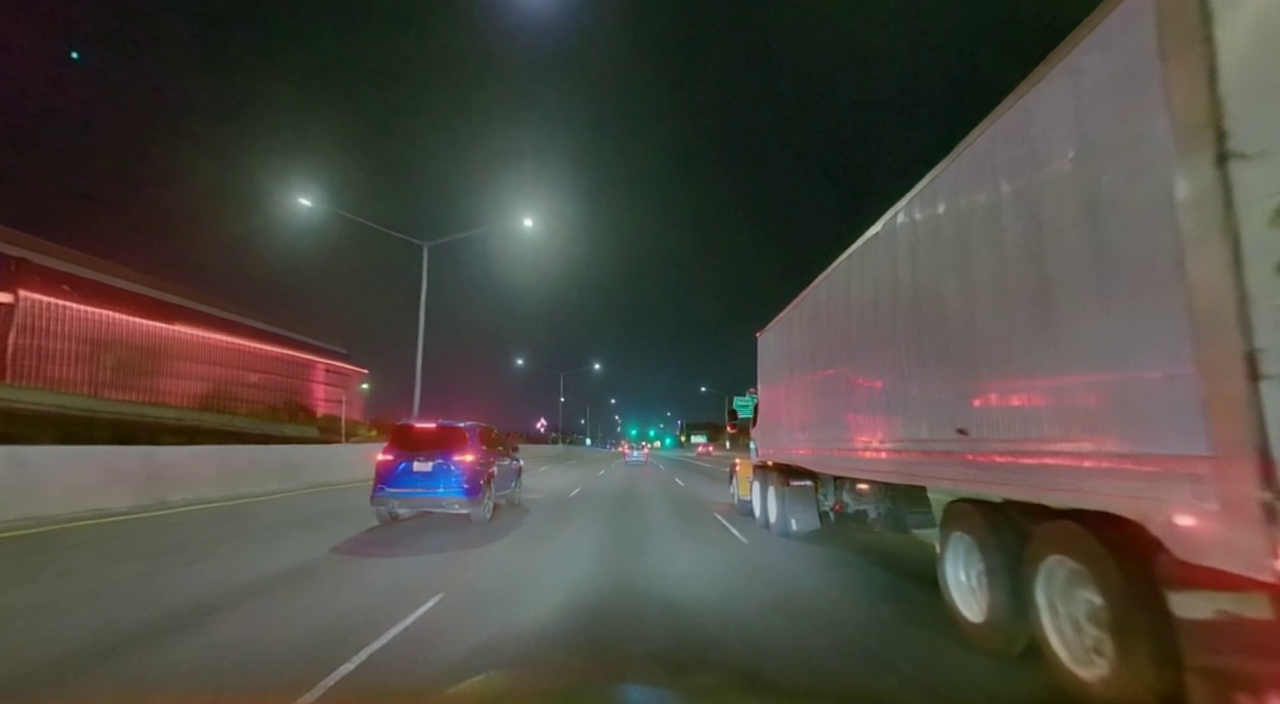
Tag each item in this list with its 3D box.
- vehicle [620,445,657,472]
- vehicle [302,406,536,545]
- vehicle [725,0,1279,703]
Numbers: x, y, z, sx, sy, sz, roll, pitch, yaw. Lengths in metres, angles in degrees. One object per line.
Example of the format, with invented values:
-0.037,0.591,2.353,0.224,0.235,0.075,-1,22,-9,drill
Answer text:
-0.082,5.865,35.100,1.929,1.395,3.999,0,-8,0,vehicle
-3.299,1.971,10.710,2.229,1.806,4.698,0,-8,0,vehicle
3.327,0.800,7.444,2.934,3.325,10.986,0,-9,-1,vehicle
